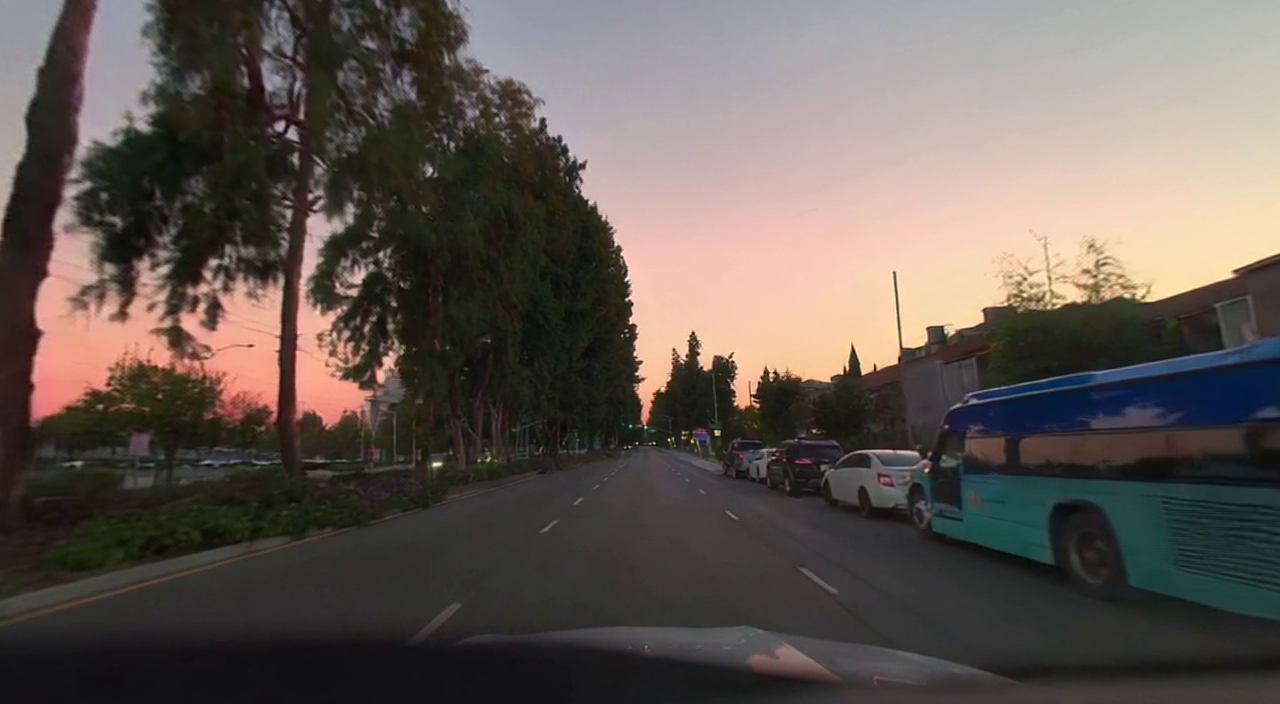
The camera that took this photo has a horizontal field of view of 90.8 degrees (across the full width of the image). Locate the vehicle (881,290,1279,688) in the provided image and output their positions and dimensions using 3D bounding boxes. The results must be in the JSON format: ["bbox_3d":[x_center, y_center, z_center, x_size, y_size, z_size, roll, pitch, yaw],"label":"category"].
[{"bbox_3d":[4.646,1.104,5.927,2.351,2.125,6.230,0,-8,0],"label":"vehicle"}]

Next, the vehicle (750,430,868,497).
[{"bbox_3d":[4.655,3.145,18.245,2.028,1.660,4.705,0,-8,-1],"label":"vehicle"}]
